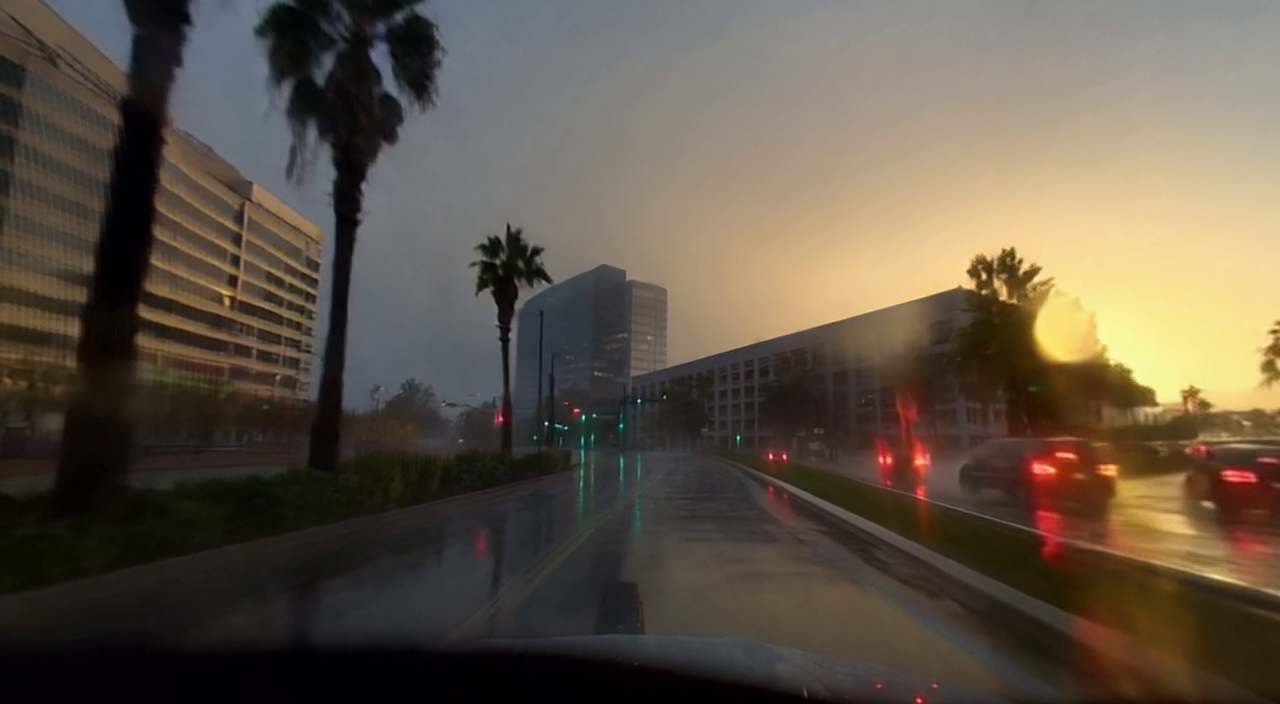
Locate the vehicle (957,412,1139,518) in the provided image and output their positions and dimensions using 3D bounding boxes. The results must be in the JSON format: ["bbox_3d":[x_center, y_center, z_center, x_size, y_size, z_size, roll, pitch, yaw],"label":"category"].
[{"bbox_3d":[9.335,2.522,14.688,1.813,2.150,3.038,4,-7,-17],"label":"vehicle"}]

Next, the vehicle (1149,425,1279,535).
[{"bbox_3d":[13.770,2.920,14.626,2.219,2.342,1.744,0,-9,6],"label":"vehicle"}]
